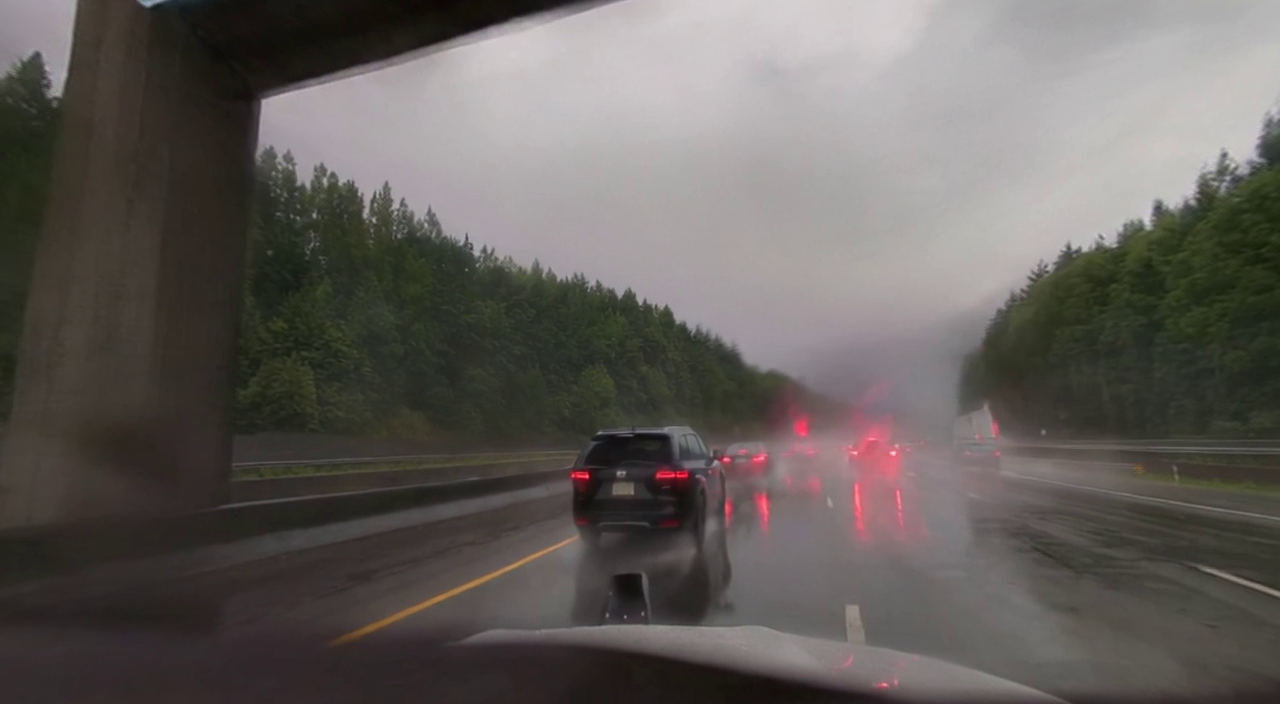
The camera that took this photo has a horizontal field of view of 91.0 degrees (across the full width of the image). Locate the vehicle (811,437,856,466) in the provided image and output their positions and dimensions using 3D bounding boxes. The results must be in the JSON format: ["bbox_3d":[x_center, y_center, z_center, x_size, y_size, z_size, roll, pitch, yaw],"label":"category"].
[{"bbox_3d":[11.317,5.825,37.097,1.857,1.584,3.976,-1,-8,7],"label":"vehicle"}]

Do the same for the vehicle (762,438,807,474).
[{"bbox_3d":[6.339,4.545,27.685,1.755,1.457,3.686,-2,-8,13],"label":"vehicle"}]

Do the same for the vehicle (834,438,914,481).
[{"bbox_3d":[8.594,3.953,23.501,1.962,1.442,4.536,-1,-8,10],"label":"vehicle"}]

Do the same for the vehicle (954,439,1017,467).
[{"bbox_3d":[19.757,5.741,36.157,1.990,1.478,4.475,-2,-8,14],"label":"vehicle"}]

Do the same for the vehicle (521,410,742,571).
[{"bbox_3d":[0.182,1.740,8.741,2.021,1.635,4.085,-2,-8,14],"label":"vehicle"}]
